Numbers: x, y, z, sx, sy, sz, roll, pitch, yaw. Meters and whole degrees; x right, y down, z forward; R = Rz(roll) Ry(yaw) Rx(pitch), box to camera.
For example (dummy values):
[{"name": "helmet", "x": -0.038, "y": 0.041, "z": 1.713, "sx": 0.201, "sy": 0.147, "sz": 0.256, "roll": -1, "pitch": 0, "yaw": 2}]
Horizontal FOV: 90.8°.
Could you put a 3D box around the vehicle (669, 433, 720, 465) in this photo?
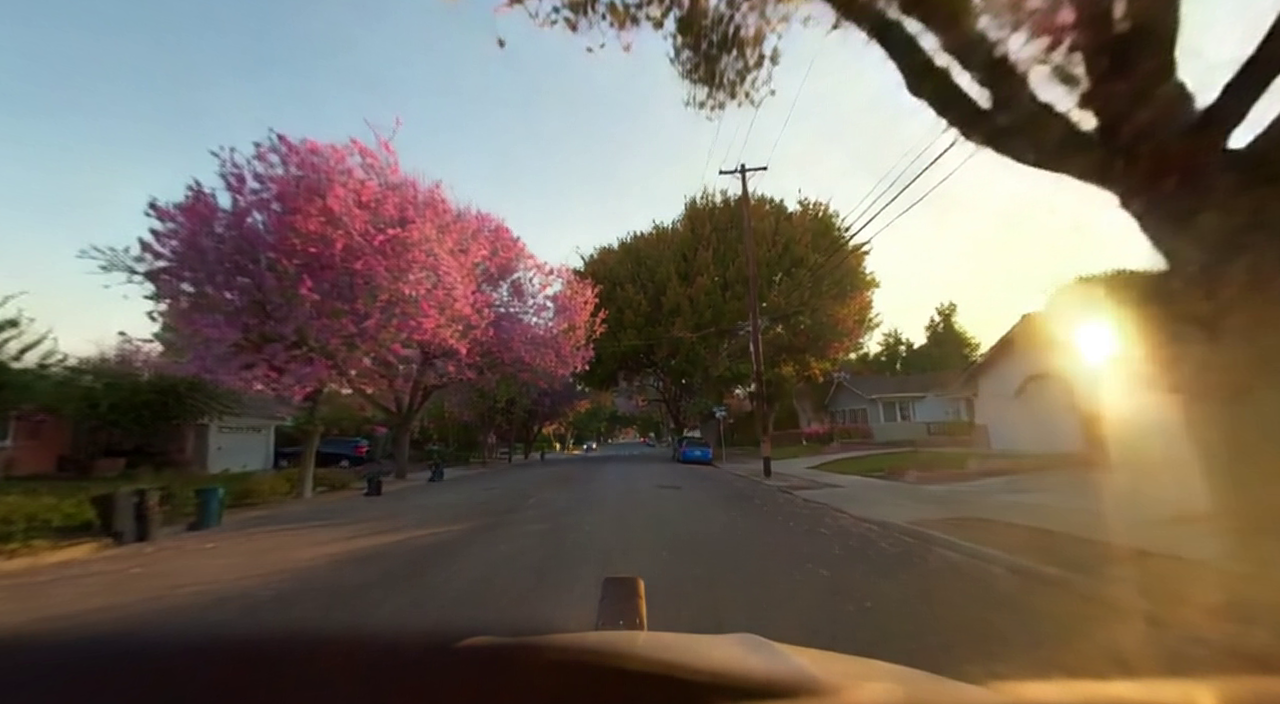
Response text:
[{"name": "vehicle", "x": 2.606, "y": 4.724, "z": 31.190, "sx": 2.022, "sy": 1.455, "sz": 4.406, "roll": 0, "pitch": -7, "yaw": -1}]

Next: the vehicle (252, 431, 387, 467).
[{"name": "vehicle", "x": -16.778, "y": 5.094, "z": 33.358, "sx": 5.902, "sy": 1.796, "sz": 2.183, "roll": 0, "pitch": -7, "yaw": -3}]
